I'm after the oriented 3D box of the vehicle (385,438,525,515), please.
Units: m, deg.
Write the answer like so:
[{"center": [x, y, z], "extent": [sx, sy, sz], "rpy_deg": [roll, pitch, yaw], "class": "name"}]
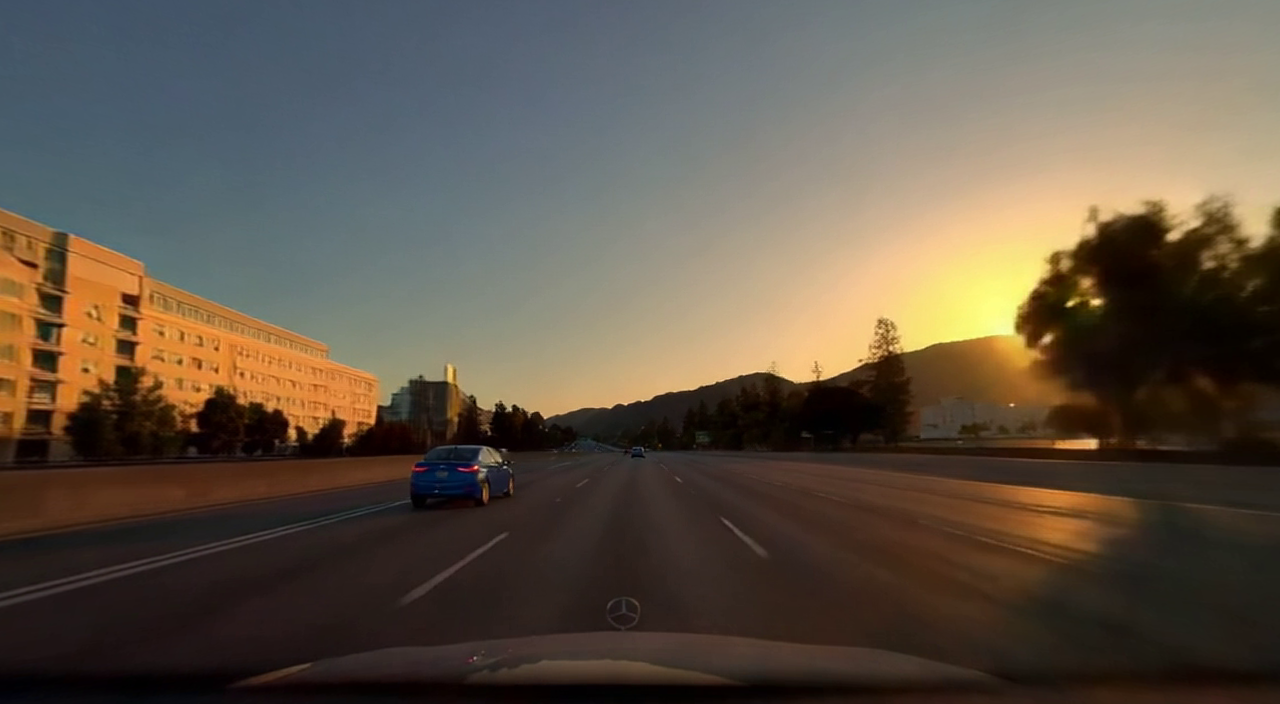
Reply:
[{"center": [-4.077, 2.809, 14.777], "extent": [1.900, 1.492, 4.495], "rpy_deg": [0, -9, 0], "class": "vehicle"}]
